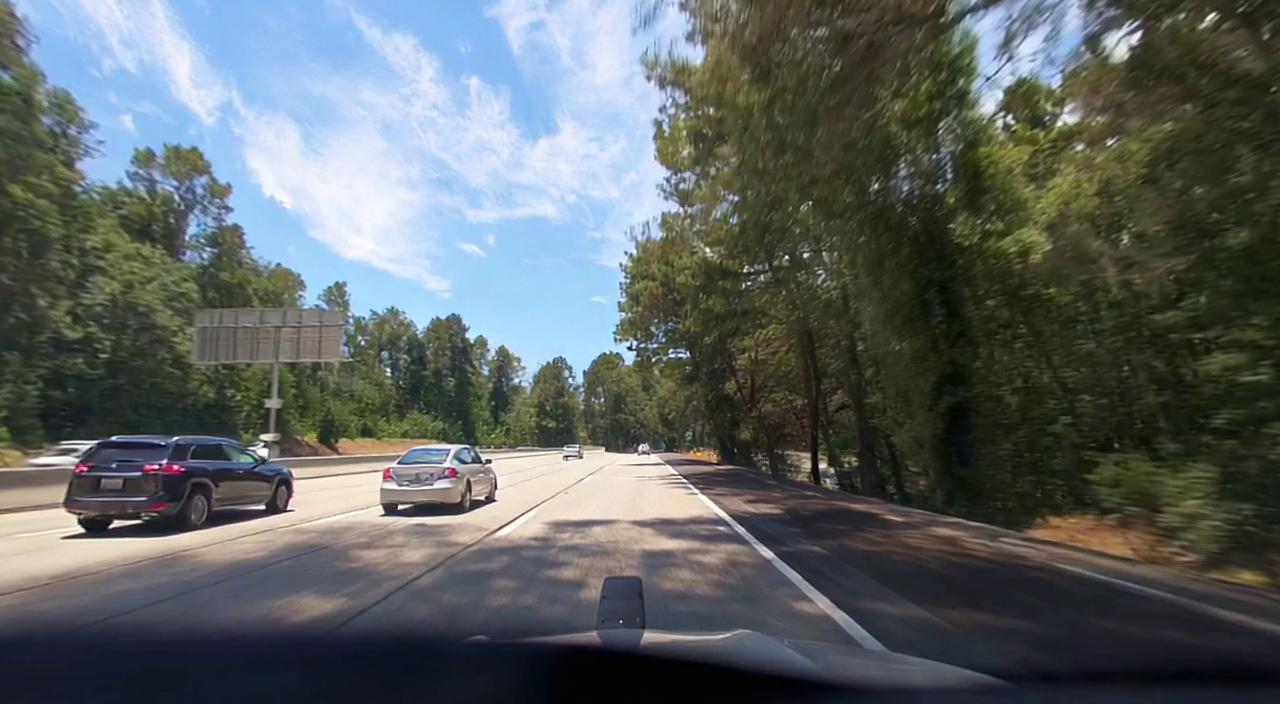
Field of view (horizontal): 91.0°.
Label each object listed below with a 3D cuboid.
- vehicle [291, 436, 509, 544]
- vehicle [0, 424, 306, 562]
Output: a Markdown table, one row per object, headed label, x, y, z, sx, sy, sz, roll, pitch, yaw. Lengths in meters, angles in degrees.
| label | x | y | z | sx | sy | sz | roll | pitch | yaw |
| --- | --- | --- | --- | --- | --- | --- | --- | --- | --- |
| vehicle | -4.010 | 2.381 | 11.600 | 2.104 | 1.558 | 4.639 | 0 | -9 | 1 |
| vehicle | -7.259 | 1.984 | 9.590 | 2.007 | 1.616 | 4.141 | 0 | -9 | 1 |
